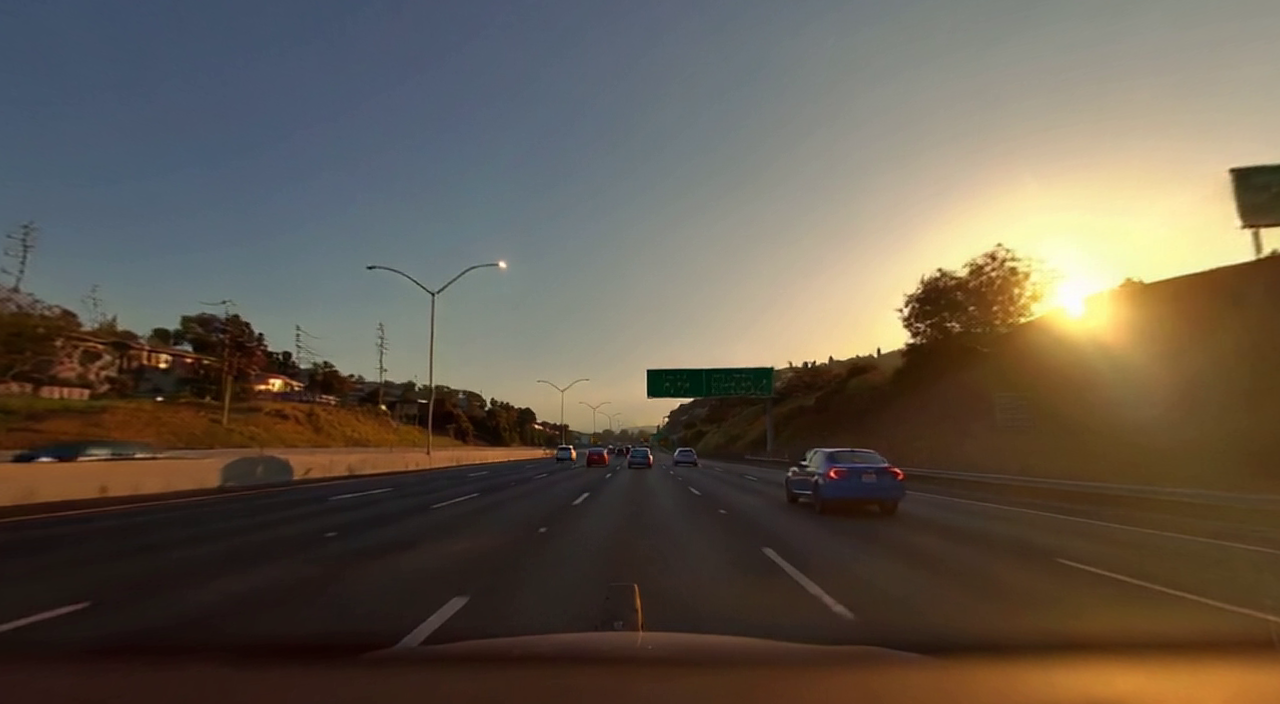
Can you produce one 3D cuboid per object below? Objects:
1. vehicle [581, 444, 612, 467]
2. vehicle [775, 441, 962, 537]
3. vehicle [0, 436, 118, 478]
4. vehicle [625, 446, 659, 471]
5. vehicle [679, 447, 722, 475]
[{"bbox_3d":[-3.306,7.961,48.466,2.091,1.664,4.157,0,-9,0],"label":"vehicle"},{"bbox_3d":[4.184,2.559,12.504,2.077,1.527,4.553,0,-9,1],"label":"vehicle"},{"bbox_3d":[-23.222,4.117,24.899,1.734,1.524,3.833,-1,-9,1],"label":"vehicle"},{"bbox_3d":[0.112,7.065,41.977,2.166,1.496,4.158,0,-9,0],"label":"vehicle"},{"bbox_3d":[3.474,6.340,36.827,2.036,1.517,4.256,0,-9,-1],"label":"vehicle"}]
